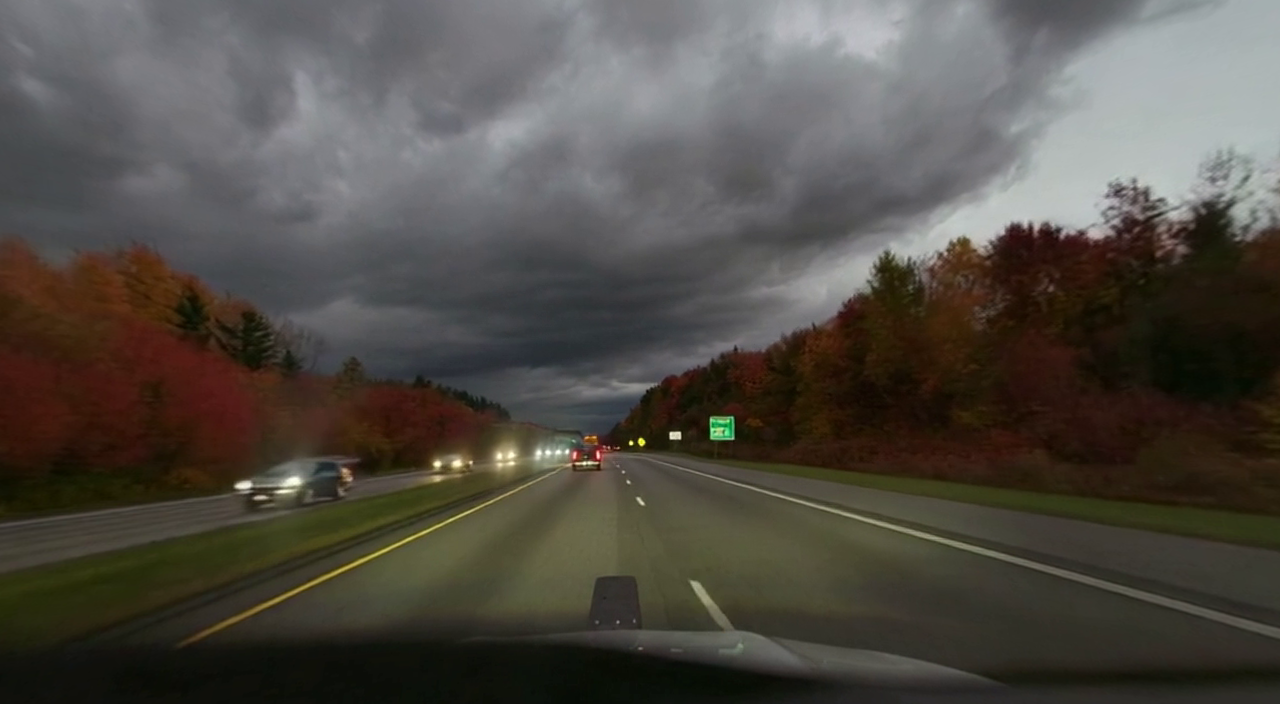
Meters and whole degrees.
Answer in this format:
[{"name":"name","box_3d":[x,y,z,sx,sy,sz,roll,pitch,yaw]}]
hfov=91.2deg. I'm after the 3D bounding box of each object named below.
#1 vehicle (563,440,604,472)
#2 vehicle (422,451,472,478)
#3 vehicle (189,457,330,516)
[{"name":"vehicle","box_3d":[-3.183,5.977,36.068,2.168,1.705,4.272,0,-9,-3]},{"name":"vehicle","box_3d":[-11.808,6.895,38.661,1.911,1.550,4.269,0,-9,-3]},{"name":"vehicle","box_3d":[-11.309,3.975,18.992,1.923,1.513,3.904,0,-9,-3]}]
